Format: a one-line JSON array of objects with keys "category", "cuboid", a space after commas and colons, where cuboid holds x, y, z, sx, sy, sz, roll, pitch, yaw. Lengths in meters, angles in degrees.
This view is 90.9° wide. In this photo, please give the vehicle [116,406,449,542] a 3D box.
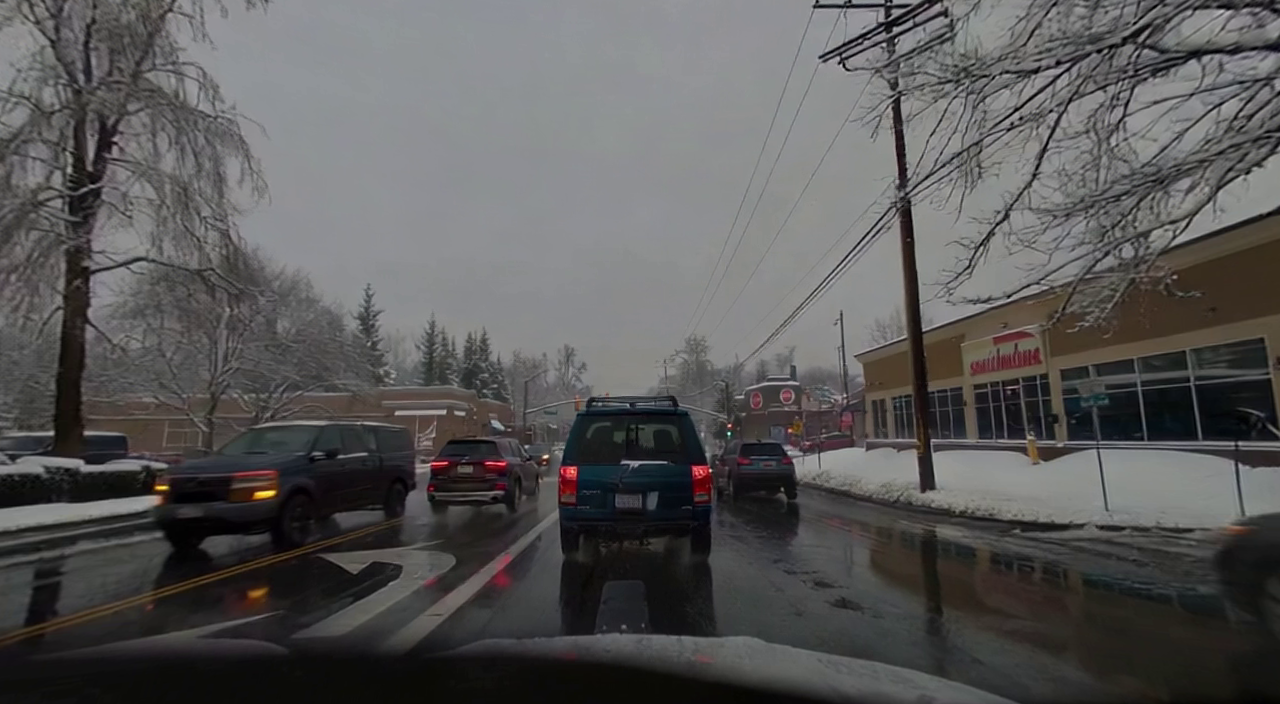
[{"category": "vehicle", "cuboid": [-6.547, 2.377, 13.098, 3.233, 2.097, 6.390, 0, -8, -1]}]

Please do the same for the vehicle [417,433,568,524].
[{"category": "vehicle", "cuboid": [-2.857, 2.550, 13.356, 1.975, 1.570, 4.456, 0, -8, 2]}]

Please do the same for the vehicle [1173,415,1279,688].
[{"category": "vehicle", "cuboid": [4.604, 0.871, 1.772, 1.994, 1.545, 4.919, 0, -8, 2]}]

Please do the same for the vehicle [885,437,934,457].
[{"category": "vehicle", "cuboid": [21.089, 7.474, 49.491, 1.889, 1.496, 4.092, 0, -9, -3]}]

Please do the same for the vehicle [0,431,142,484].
[{"category": "vehicle", "cuboid": [-24.264, 4.299, 26.024, 2.131, 1.887, 6.053, -1, -8, 5]}]

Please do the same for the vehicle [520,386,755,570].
[{"category": "vehicle", "cuboid": [-0.056, 1.803, 9.851, 2.638, 2.065, 5.313, 0, -8, -1]}]
